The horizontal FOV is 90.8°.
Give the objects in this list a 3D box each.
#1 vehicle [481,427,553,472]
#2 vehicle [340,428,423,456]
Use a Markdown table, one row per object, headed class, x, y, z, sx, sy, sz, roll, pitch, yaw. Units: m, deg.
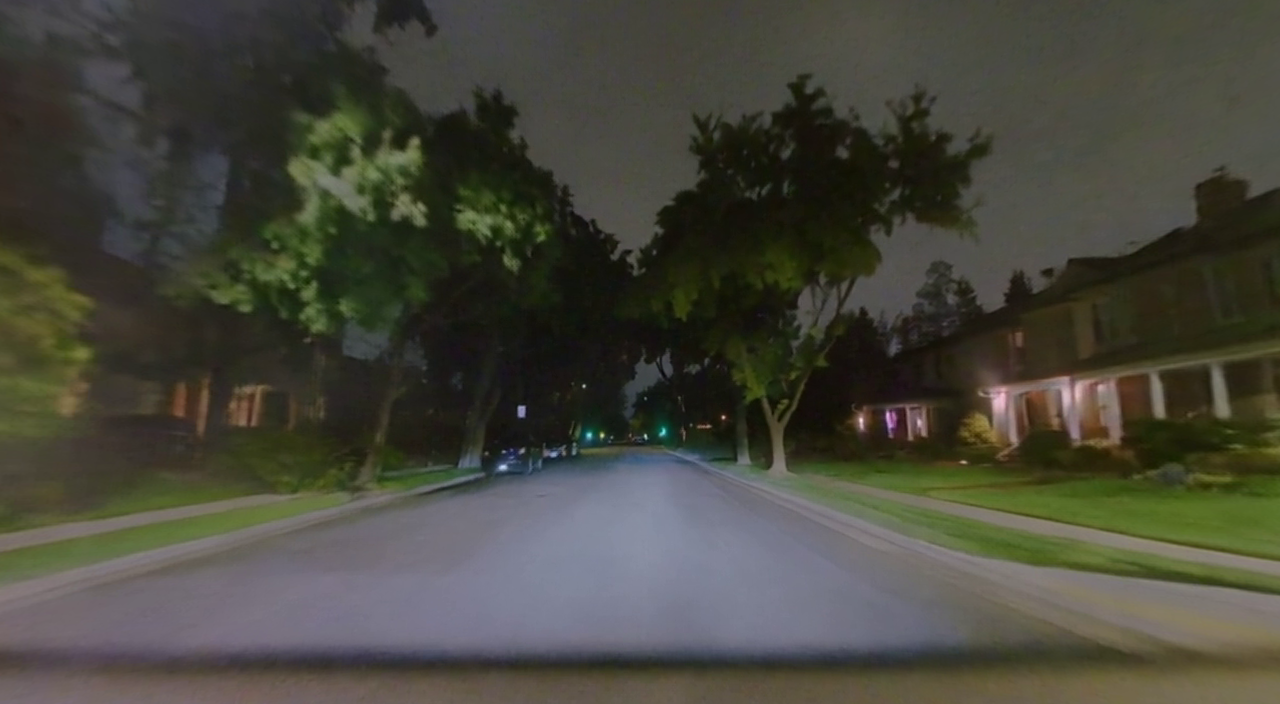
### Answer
| class | x | y | z | sx | sy | sz | roll | pitch | yaw |
| --- | --- | --- | --- | --- | --- | --- | --- | --- | --- |
| vehicle | -5.585 | 4.541 | 29.615 | 2.341 | 1.886 | 5.684 | 0 | -8 | -1 |
| vehicle | -16.917 | 5.914 | 41.512 | 4.546 | 1.791 | 1.992 | 0 | -9 | -1 |
